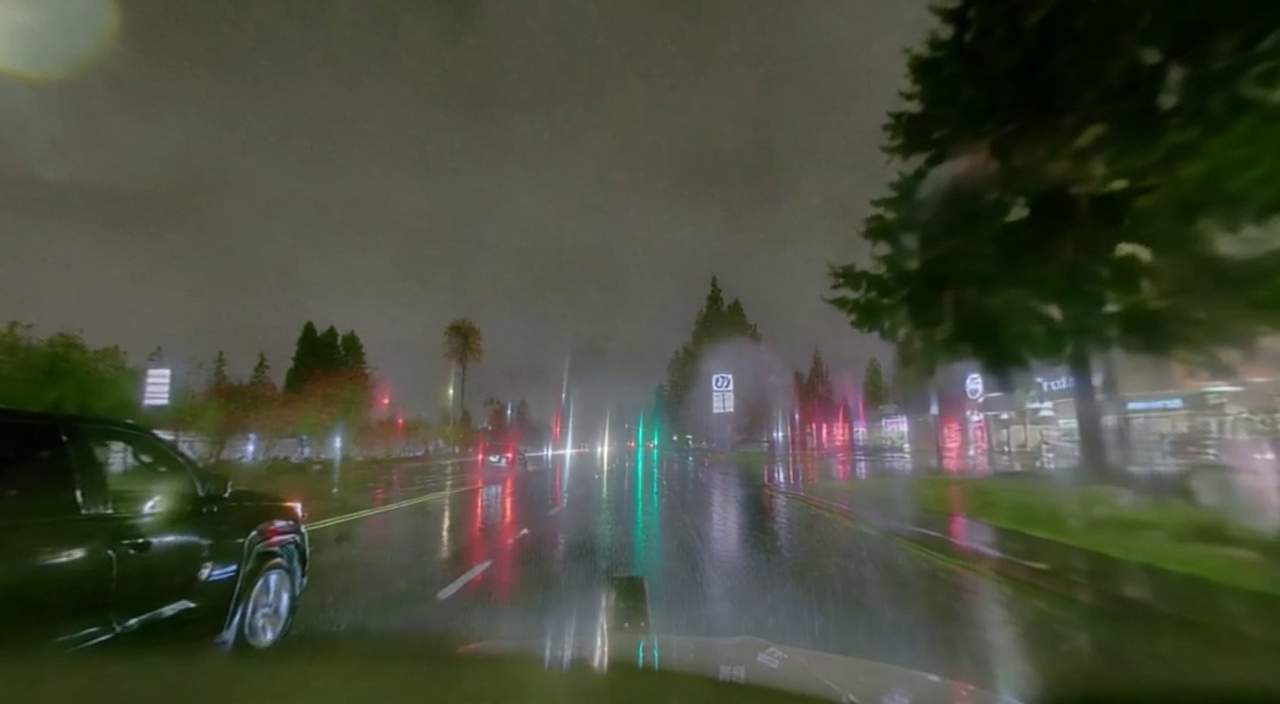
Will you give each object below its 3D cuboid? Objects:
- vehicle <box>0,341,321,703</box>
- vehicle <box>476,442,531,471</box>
[{"bbox_3d":[-3.312,0.807,2.265,2.127,1.654,4.121,0,-8,0],"label":"vehicle"},{"bbox_3d":[-7.465,5.740,34.927,1.990,1.483,4.410,0,-8,1],"label":"vehicle"}]
